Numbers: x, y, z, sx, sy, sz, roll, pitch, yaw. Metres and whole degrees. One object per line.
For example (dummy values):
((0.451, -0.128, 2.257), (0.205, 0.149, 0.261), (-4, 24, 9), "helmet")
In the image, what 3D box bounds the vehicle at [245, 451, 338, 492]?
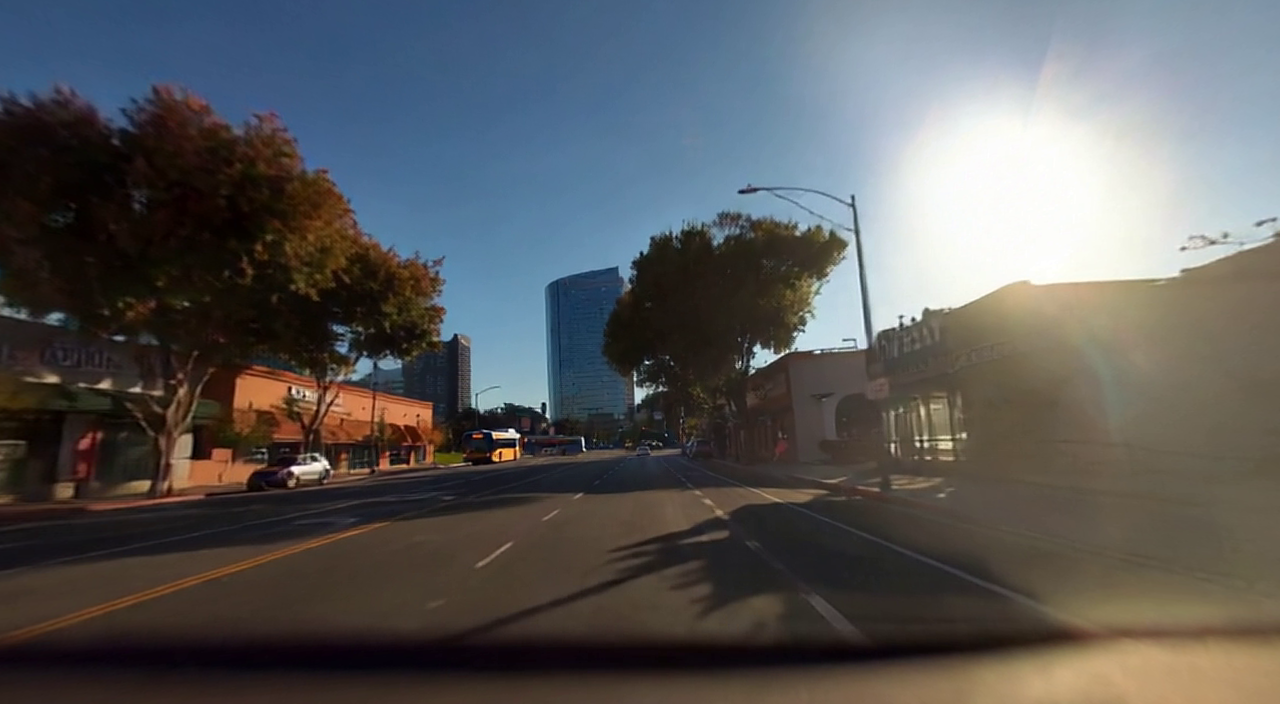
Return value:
((-17.239, 5.908, 31.465), (1.896, 1.844, 4.620), (0, -9, 1), "vehicle")
